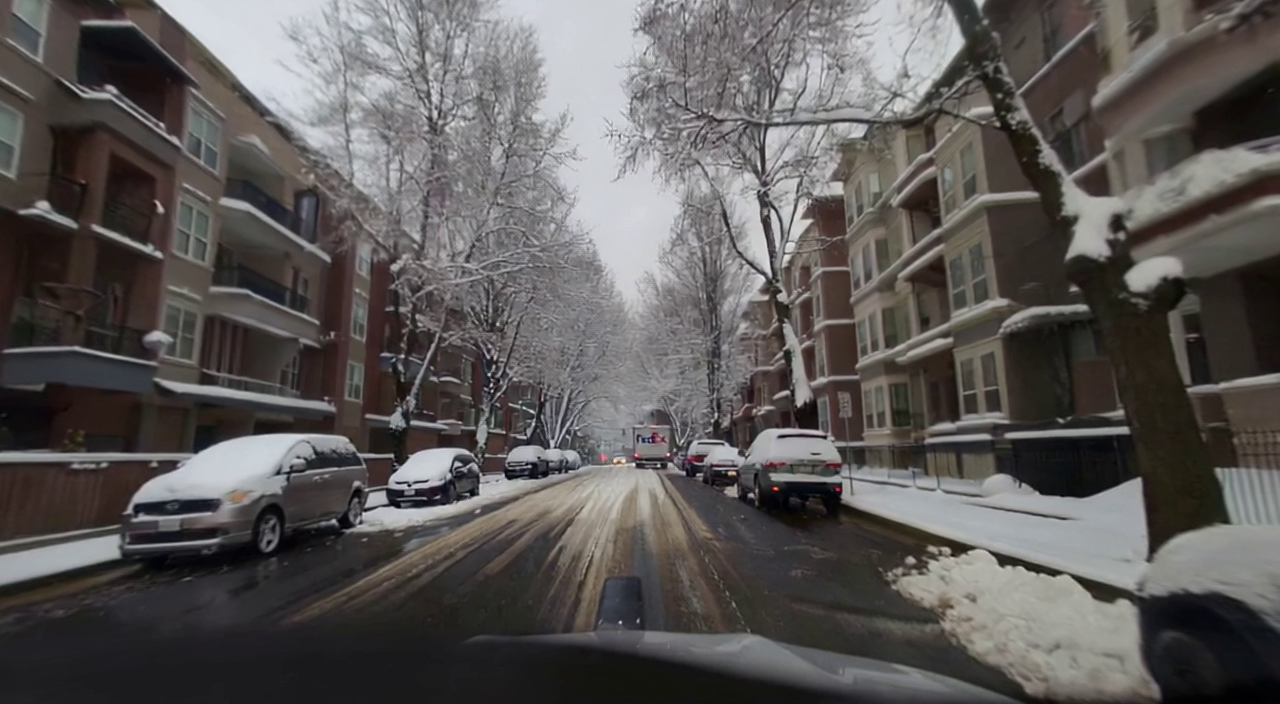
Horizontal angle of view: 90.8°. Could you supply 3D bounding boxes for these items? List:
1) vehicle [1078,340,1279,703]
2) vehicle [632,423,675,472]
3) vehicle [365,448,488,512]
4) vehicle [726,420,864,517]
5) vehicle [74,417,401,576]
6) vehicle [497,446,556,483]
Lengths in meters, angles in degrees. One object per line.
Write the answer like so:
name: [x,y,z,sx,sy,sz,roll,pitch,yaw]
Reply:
vehicle: [3.523,0.666,1.318,2.072,1.742,4.210,0,-8,-1]
vehicle: [0.847,7.134,47.334,2.930,3.275,8.180,0,-8,-1]
vehicle: [-5.794,3.500,17.782,1.888,1.546,4.306,0,-8,1]
vehicle: [3.577,2.778,15.514,2.099,2.018,4.087,0,-9,-4]
vehicle: [-5.730,2.082,9.976,2.098,1.894,4.616,0,-9,0]
vehicle: [-5.757,5.741,32.538,2.089,1.757,4.256,0,-8,2]
